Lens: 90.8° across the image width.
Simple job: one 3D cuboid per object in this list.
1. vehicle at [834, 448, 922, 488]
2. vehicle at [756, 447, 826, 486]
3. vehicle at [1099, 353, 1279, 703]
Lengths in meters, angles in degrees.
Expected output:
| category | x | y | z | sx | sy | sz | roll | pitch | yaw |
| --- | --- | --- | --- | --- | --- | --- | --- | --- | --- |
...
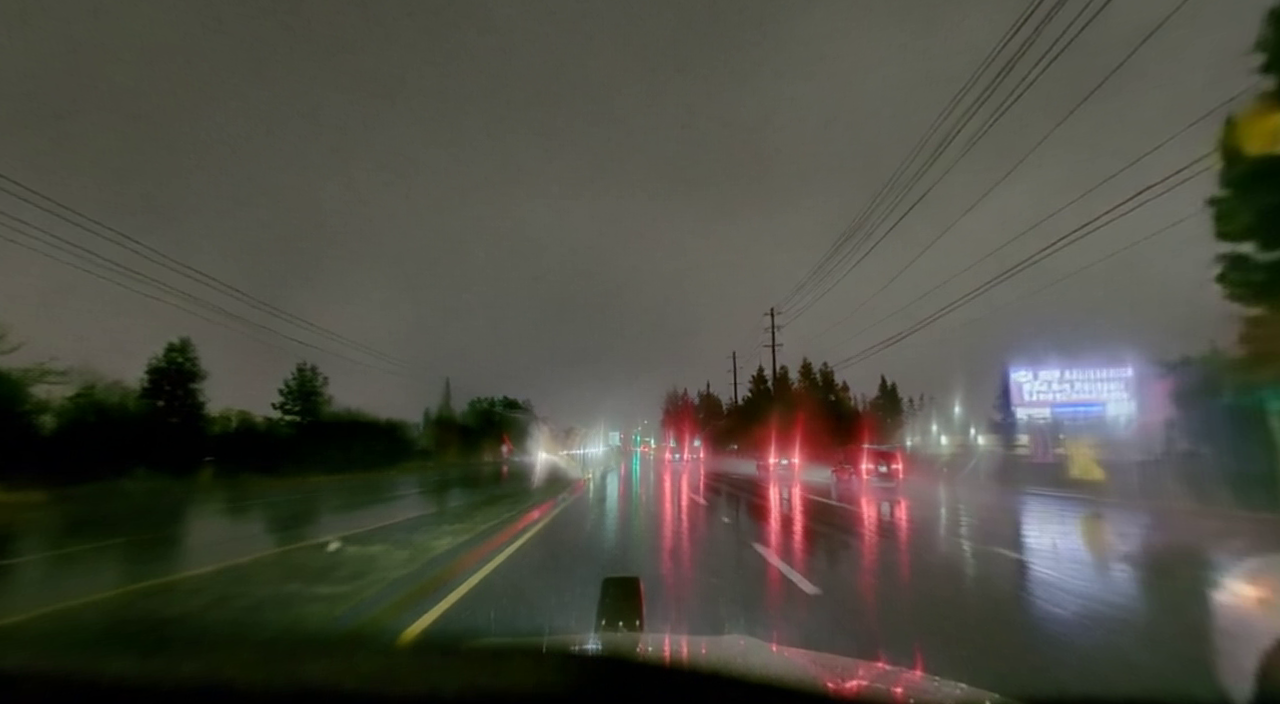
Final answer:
| category | x | y | z | sx | sy | sz | roll | pitch | yaw |
| --- | --- | --- | --- | --- | --- | --- | --- | --- | --- |
| vehicle | 9.873 | 4.803 | 26.589 | 1.874 | 1.482 | 4.545 | 0 | -8 | -1 |
| vehicle | 6.293 | 4.808 | 26.836 | 1.882 | 1.476 | 4.344 | 0 | -8 | -1 |
| vehicle | 3.257 | 0.660 | 0.906 | 2.078 | 1.668 | 4.078 | 0 | -8 | 0 |
